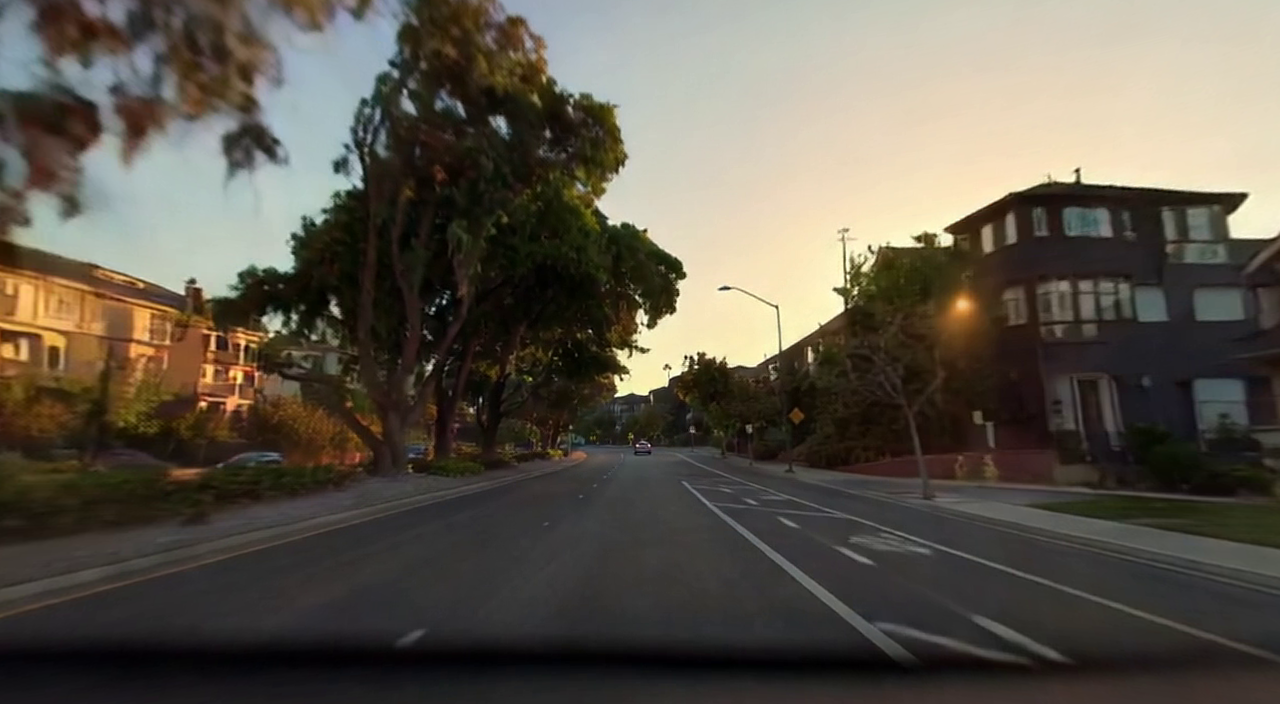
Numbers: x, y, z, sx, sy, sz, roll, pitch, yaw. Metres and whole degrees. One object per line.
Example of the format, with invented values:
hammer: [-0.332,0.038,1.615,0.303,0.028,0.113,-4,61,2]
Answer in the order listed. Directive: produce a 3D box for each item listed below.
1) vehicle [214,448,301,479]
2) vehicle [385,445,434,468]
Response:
vehicle: [-20.285,5.908,33.760,1.834,1.464,4.490,0,-8,0]
vehicle: [-16.241,7.389,44.779,1.773,1.505,4.280,0,-9,1]
